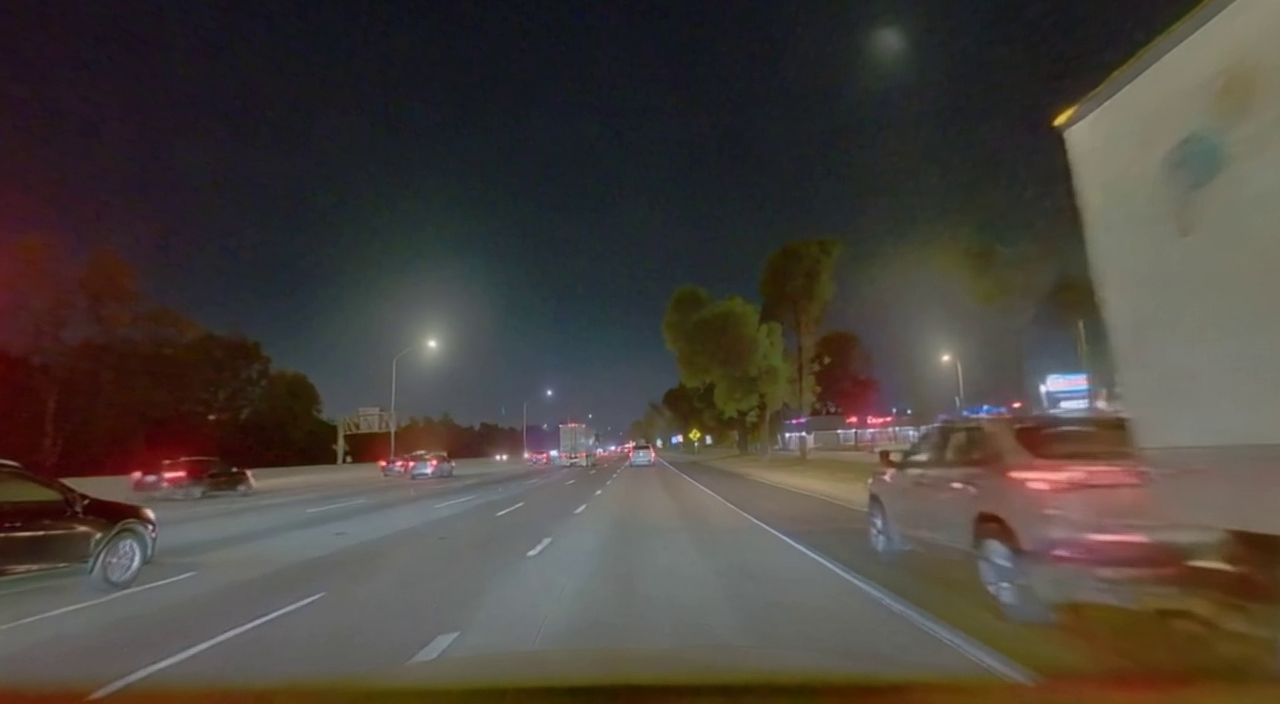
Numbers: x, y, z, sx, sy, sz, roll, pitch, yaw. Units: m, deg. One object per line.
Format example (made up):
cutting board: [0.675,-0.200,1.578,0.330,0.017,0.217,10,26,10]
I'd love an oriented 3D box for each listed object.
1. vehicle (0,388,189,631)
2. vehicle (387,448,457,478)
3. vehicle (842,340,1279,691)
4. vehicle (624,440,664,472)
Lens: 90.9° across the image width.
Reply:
vehicle: [-5.908,1.113,4.262,2.200,1.793,4.586,-1,-9,2]
vehicle: [-11.806,6.018,34.523,1.928,1.480,4.823,-1,-9,2]
vehicle: [4.505,1.392,6.852,2.574,2.046,6.219,0,-8,0]
vehicle: [0.239,6.109,37.260,2.227,1.794,4.646,0,-9,1]
